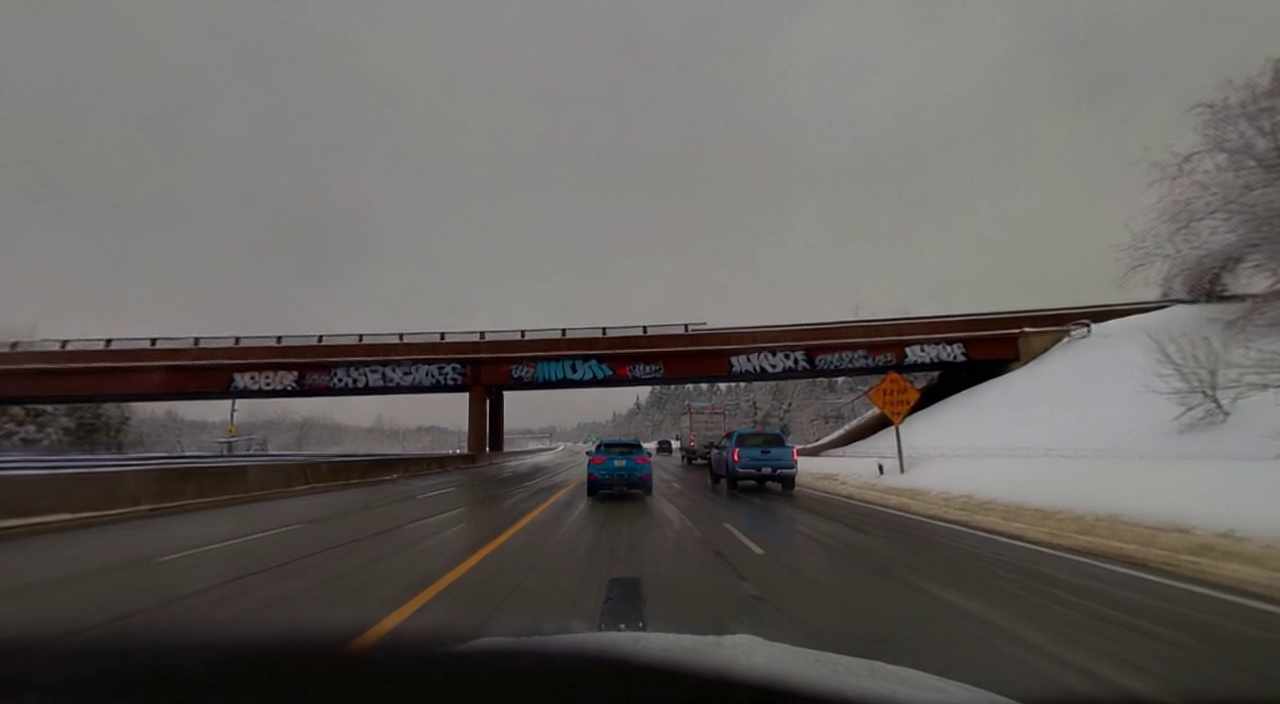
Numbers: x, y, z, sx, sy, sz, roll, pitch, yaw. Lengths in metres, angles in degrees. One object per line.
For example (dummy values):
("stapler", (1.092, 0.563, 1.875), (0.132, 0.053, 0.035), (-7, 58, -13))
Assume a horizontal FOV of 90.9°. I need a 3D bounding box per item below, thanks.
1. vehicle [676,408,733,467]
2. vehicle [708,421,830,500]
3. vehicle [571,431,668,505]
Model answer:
("vehicle", (3.952, 5.500, 40.315), (2.873, 3.408, 7.323), (0, -8, 0))
("vehicle", (3.491, 3.104, 18.544), (2.311, 1.922, 5.977), (0, -8, 0))
("vehicle", (-0.457, 2.902, 16.210), (2.193, 1.651, 3.946), (0, -8, 0))
